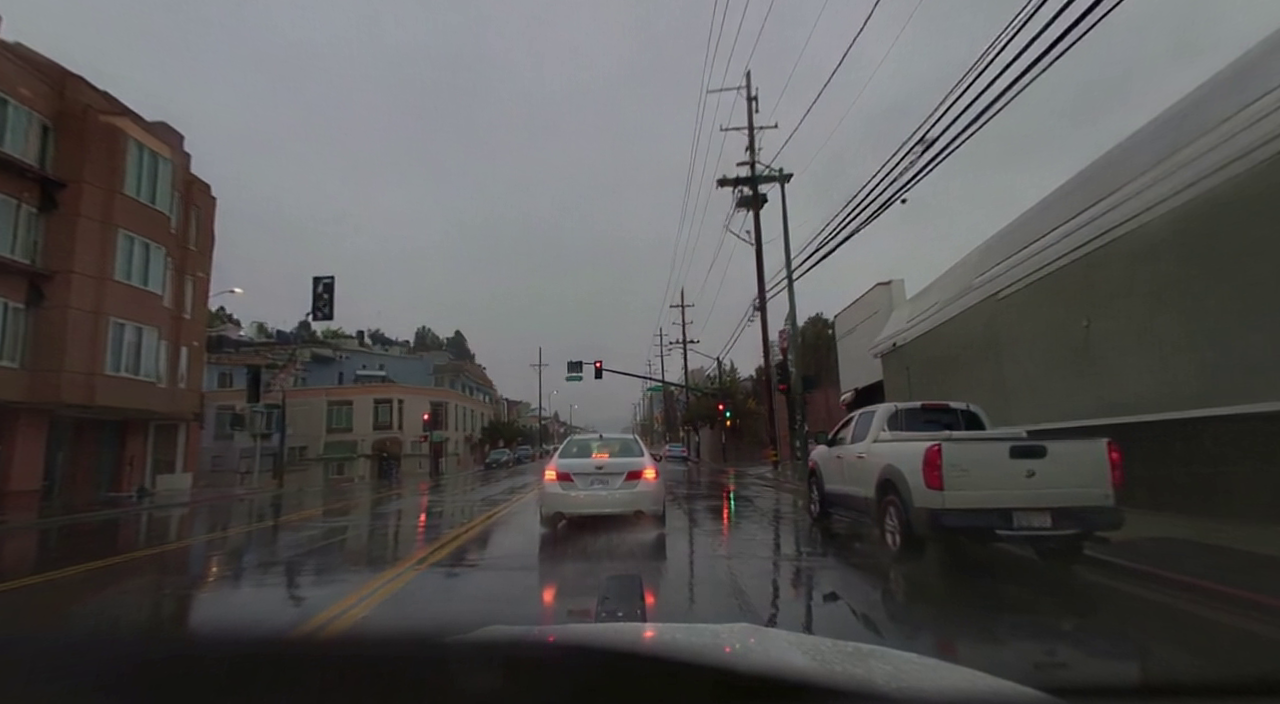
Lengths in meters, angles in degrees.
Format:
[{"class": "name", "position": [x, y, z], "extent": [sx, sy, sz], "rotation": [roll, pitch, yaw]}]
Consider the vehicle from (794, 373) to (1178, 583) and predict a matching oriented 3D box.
[{"class": "vehicle", "position": [3.835, 1.518, 8.451], "extent": [2.248, 1.945, 5.011], "rotation": [0, -8, 0]}]

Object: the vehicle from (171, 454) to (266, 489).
[{"class": "vehicle", "position": [-25.334, 7.196, 38.054], "extent": [4.337, 1.739, 1.981], "rotation": [-5, -11, 2]}]

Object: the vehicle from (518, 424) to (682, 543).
[{"class": "vehicle", "position": [-0.489, 1.920, 9.940], "extent": [2.019, 1.453, 4.129], "rotation": [0, -8, 0]}]
